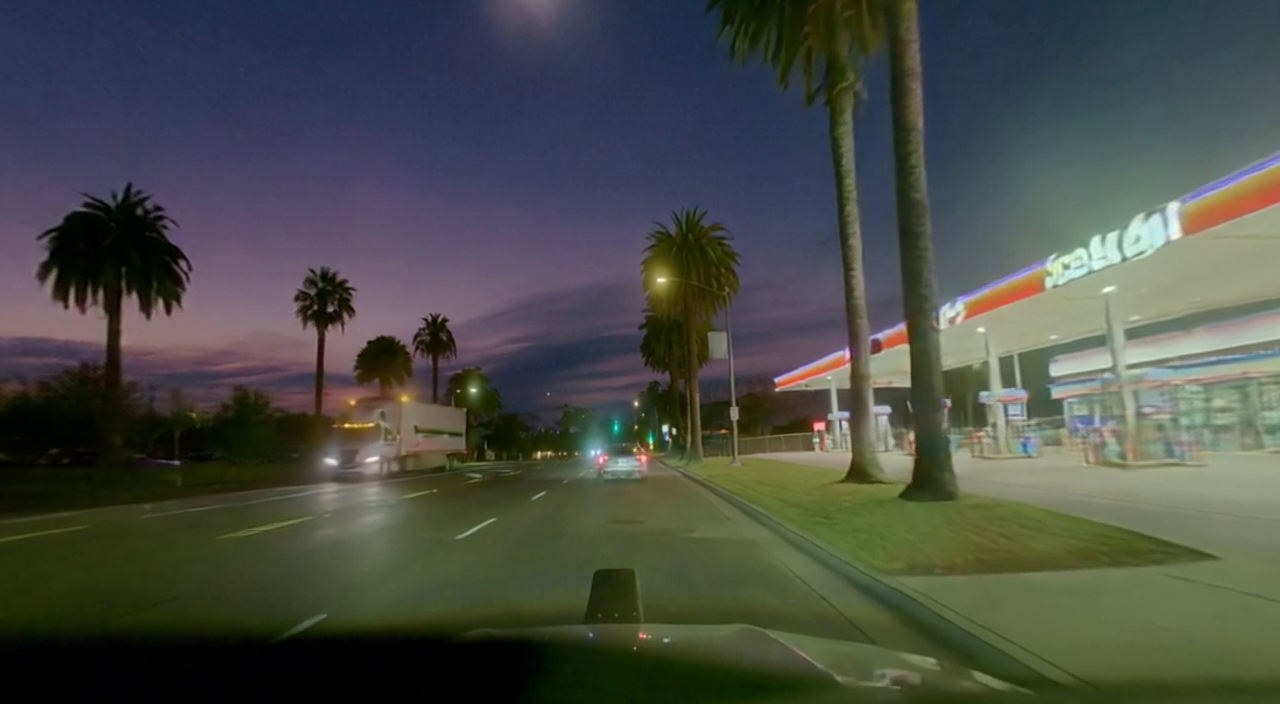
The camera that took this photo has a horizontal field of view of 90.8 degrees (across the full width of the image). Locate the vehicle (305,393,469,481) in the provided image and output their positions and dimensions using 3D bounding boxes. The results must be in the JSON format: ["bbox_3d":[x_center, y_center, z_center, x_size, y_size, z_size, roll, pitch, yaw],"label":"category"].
[{"bbox_3d":[-11.790,4.314,31.547,3.022,3.532,12.586,0,-8,0],"label":"vehicle"}]

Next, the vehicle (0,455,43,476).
[{"bbox_3d":[-48.656,8.794,49.121,4.087,1.460,1.861,-4,-9,27],"label":"vehicle"}]

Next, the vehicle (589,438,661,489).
[{"bbox_3d":[-0.462,3.553,20.466,2.076,1.486,4.119,0,-8,-1],"label":"vehicle"}]
